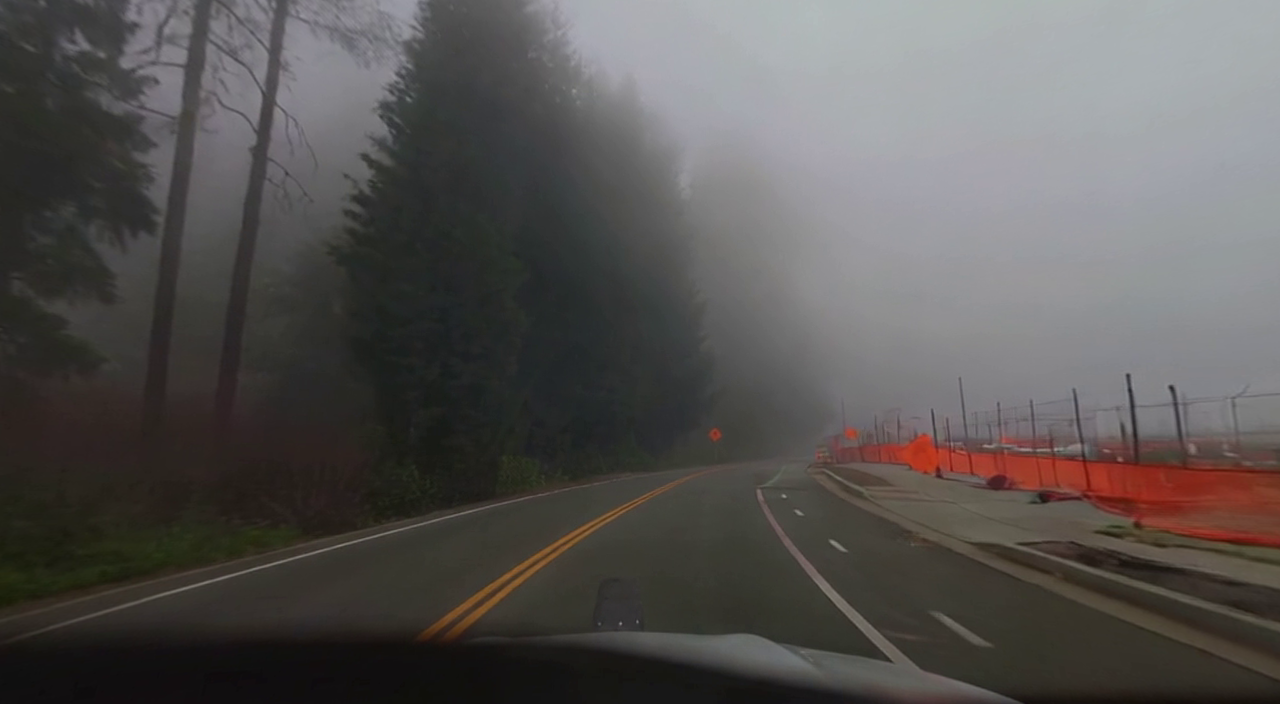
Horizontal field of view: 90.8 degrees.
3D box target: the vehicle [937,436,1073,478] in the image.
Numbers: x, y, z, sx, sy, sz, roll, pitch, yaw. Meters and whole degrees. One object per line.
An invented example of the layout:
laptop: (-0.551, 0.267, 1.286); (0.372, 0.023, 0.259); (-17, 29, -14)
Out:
vehicle: (14.460, 4.225, 25.289); (4.221, 1.440, 1.915); (-5, -10, 14)
